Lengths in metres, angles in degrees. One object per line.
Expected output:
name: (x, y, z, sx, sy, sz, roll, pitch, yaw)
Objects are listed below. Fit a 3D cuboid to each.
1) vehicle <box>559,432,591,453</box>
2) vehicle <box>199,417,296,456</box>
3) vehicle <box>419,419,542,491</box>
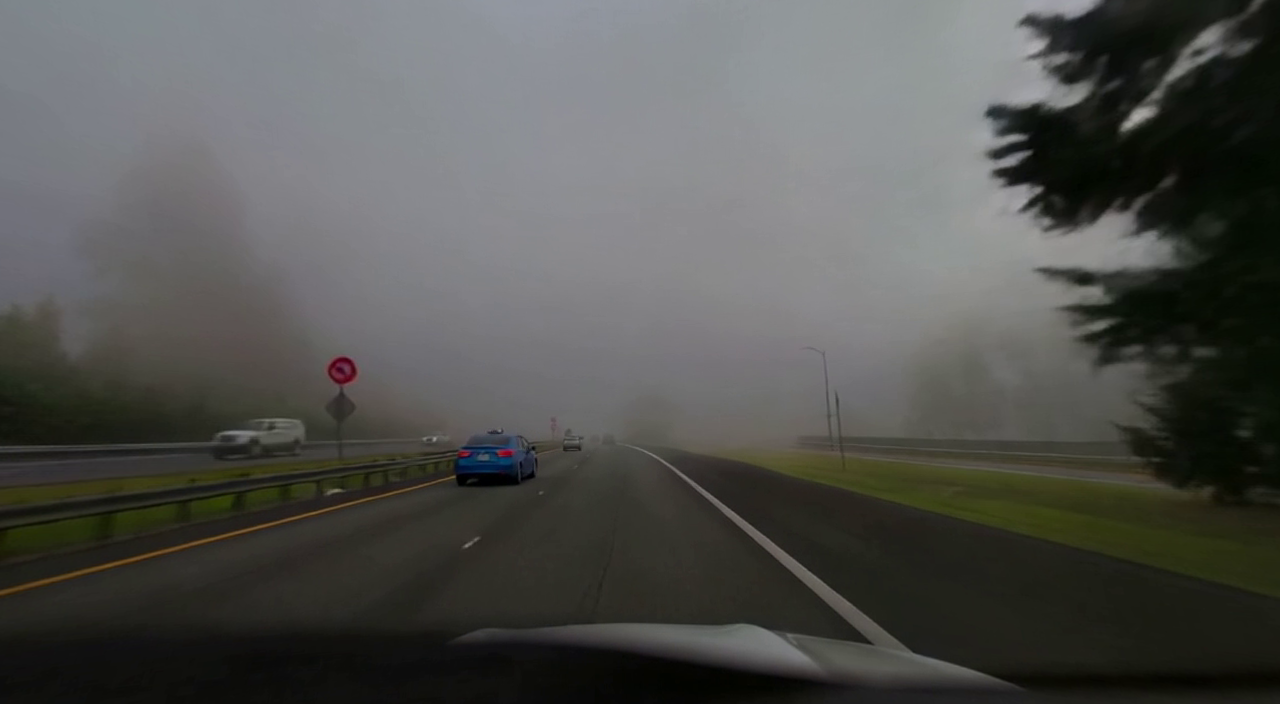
vehicle: (-4.465, 6.266, 43.572, 1.874, 1.369, 3.875, 0, -8, -1)
vehicle: (-19.322, 4.184, 31.302, 1.947, 1.787, 4.572, 0, -8, -1)
vehicle: (-3.954, 2.623, 16.516, 2.047, 1.612, 4.631, 0, -8, -1)
